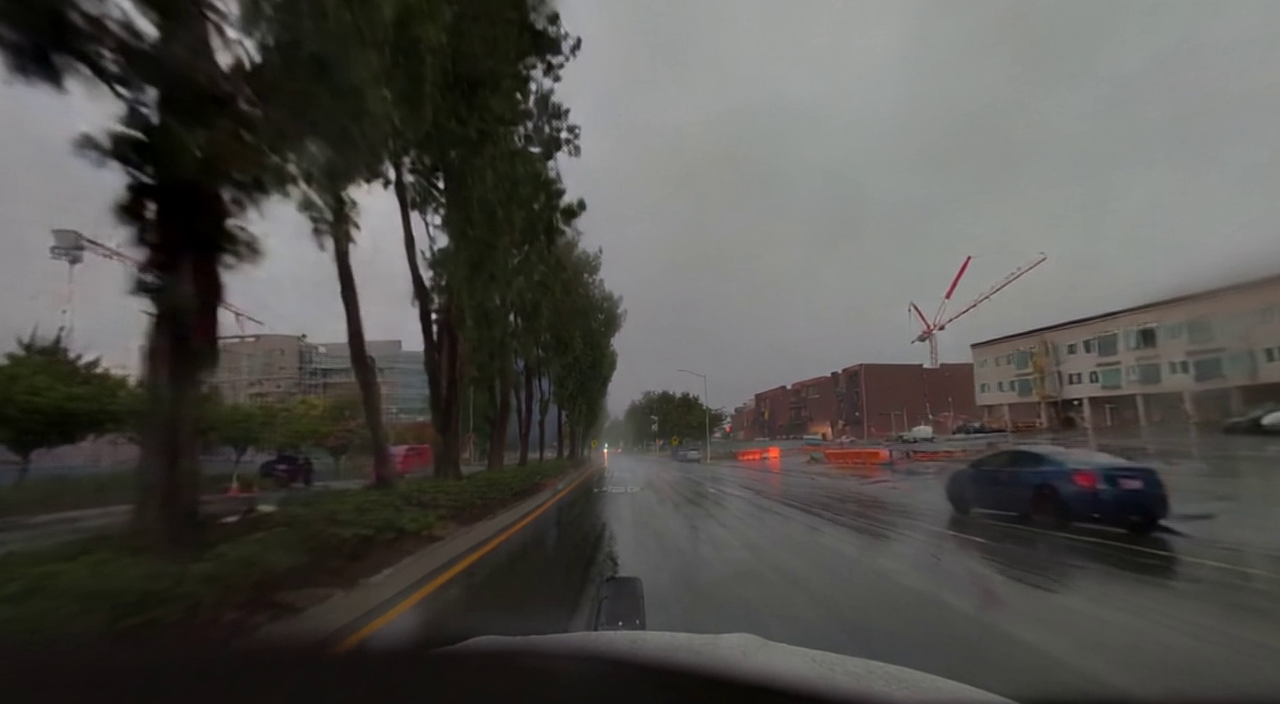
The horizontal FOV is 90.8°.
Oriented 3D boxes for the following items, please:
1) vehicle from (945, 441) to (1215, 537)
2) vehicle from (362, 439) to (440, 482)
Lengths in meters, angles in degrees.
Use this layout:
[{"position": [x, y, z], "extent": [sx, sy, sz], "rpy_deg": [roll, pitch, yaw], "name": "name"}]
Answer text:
[{"position": [8.346, 2.584, 12.633], "extent": [1.977, 1.540, 4.307], "rpy_deg": [1, -9, -6], "name": "vehicle"}, {"position": [-11.837, 5.376, 31.641], "extent": [2.127, 1.984, 4.545], "rpy_deg": [0, -9, -1], "name": "vehicle"}]
